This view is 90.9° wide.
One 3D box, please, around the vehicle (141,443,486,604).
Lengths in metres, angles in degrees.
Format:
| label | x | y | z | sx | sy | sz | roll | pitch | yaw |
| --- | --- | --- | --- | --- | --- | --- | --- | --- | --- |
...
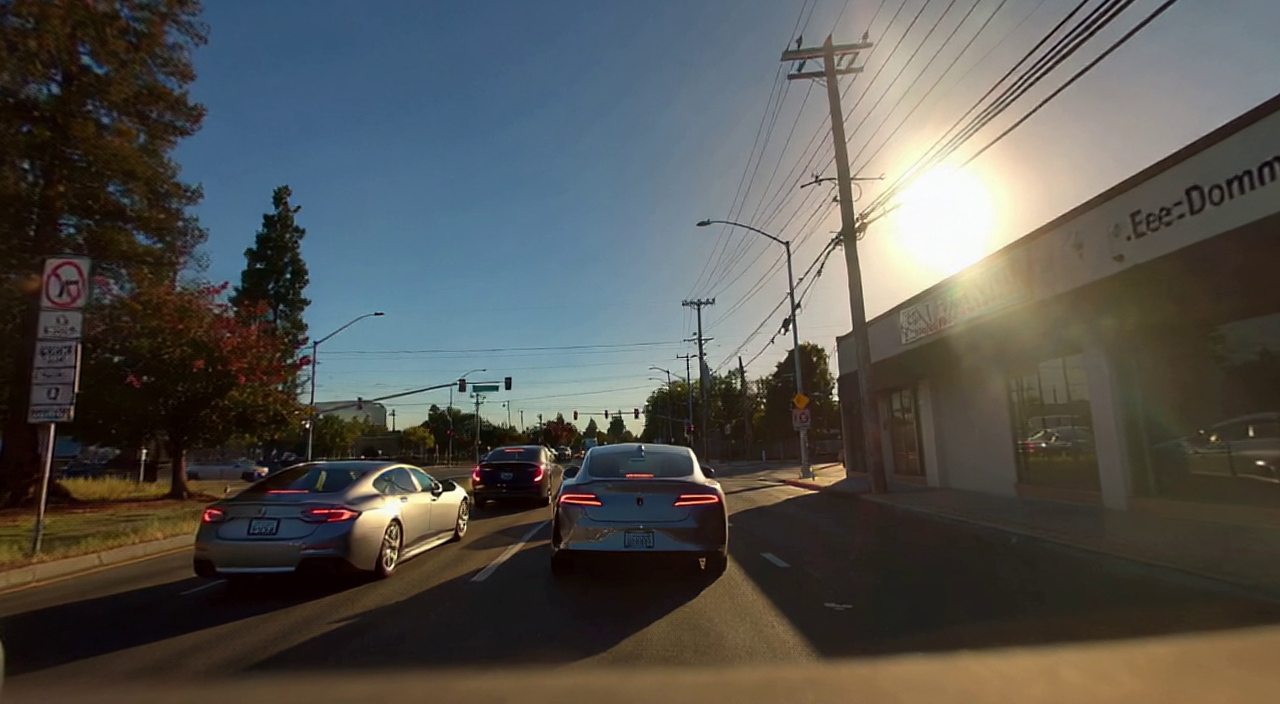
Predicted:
| label | x | y | z | sx | sy | sz | roll | pitch | yaw |
| --- | --- | --- | --- | --- | --- | --- | --- | --- | --- |
| vehicle | -3.237 | 1.742 | 7.329 | 1.765 | 1.319 | 4.013 | 0 | -9 | 2 |

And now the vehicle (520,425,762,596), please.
| label | x | y | z | sx | sy | sz | roll | pitch | yaw |
| --- | --- | --- | --- | --- | --- | --- | --- | --- | --- |
| vehicle | -0.006 | 1.681 | 7.533 | 2.101 | 1.469 | 3.955 | 0 | -9 | 0 |
